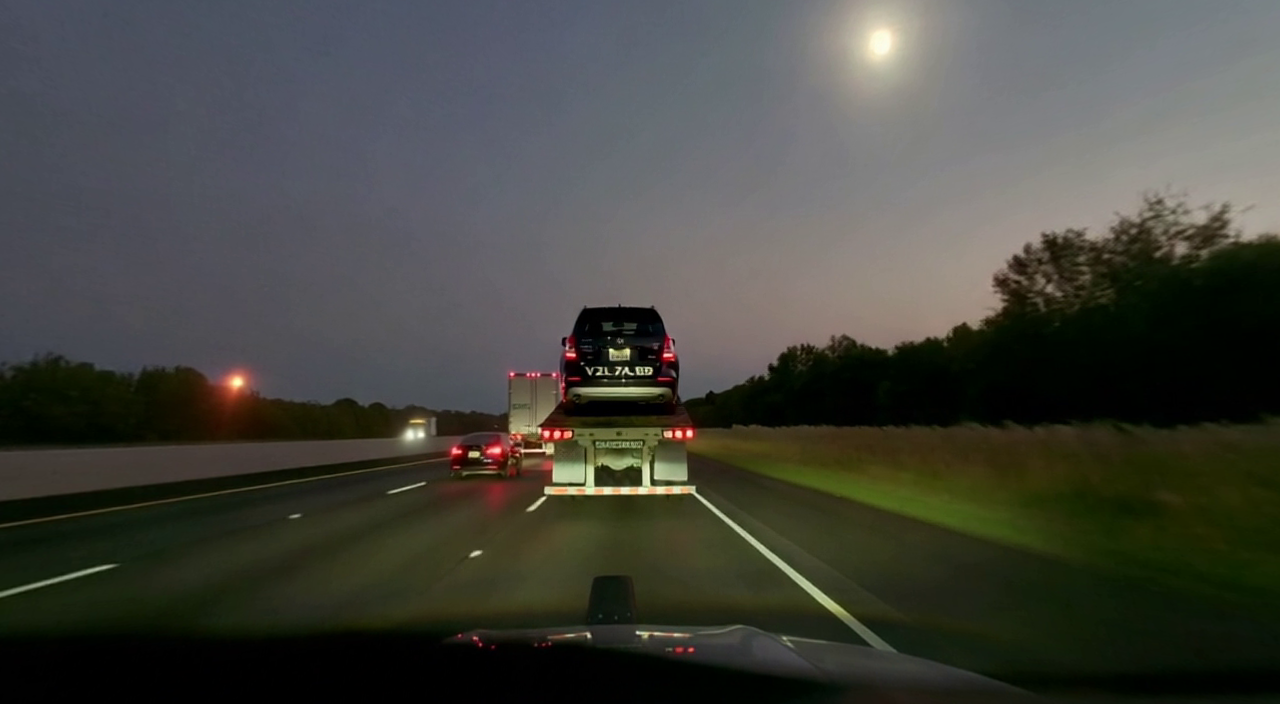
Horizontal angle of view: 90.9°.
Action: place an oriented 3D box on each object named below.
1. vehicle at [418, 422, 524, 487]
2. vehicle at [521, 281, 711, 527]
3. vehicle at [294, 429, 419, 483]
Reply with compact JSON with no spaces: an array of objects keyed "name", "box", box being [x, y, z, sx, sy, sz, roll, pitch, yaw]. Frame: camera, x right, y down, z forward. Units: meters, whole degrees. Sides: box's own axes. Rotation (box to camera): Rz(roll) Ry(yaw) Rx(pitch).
[{"name":"vehicle","box":[-4.753,2.930,18.455,1.914,1.675,4.331,0,-7,0]},{"name":"vehicle","box":[-0.455,1.322,13.916,2.738,3.628,9.223,0,-7,-1]},{"name":"vehicle","box":[-8.938,3.294,20.421,1.897,1.524,4.790,0,-7,-1]}]
